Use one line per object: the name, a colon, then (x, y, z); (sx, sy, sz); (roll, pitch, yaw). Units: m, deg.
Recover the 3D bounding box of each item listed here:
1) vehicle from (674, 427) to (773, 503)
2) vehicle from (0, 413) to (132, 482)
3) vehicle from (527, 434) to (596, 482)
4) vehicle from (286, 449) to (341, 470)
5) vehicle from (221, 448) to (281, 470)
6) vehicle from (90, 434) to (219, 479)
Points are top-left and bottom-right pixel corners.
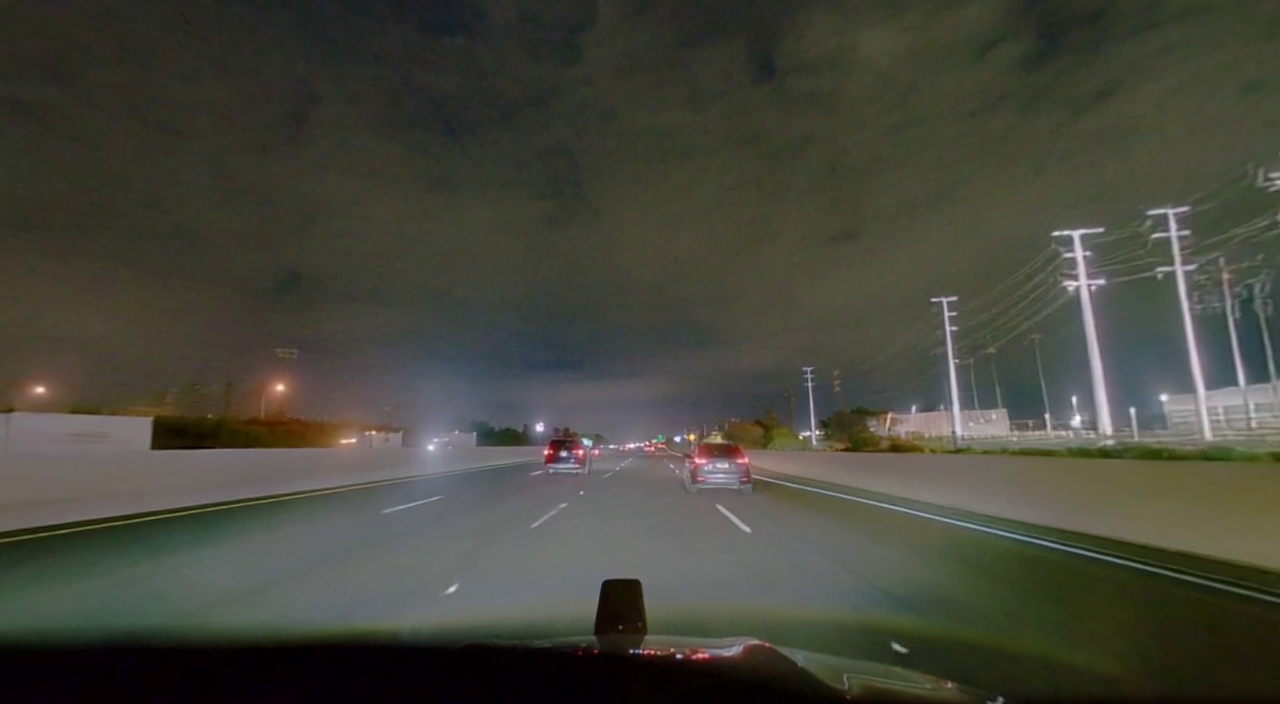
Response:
vehicle: (2.024, 2.905, 16.599); (2.134, 1.733, 4.049); (0, -8, 1)
vehicle: (-32.608, 4.990, 32.943); (2.955, 3.302, 11.152); (0, -8, -1)
vehicle: (-3.088, 4.256, 25.707); (2.125, 1.764, 4.393); (0, -8, 1)
vehicle: (-24.707, 8.104, 47.878); (2.060, 1.474, 3.952); (0, -8, -2)
vehicle: (-29.346, 8.059, 47.772); (1.762, 1.498, 4.459); (-1, -8, -1)
vehicle: (-22.908, 4.941, 30.066); (2.258, 1.959, 4.897); (0, -8, -1)
